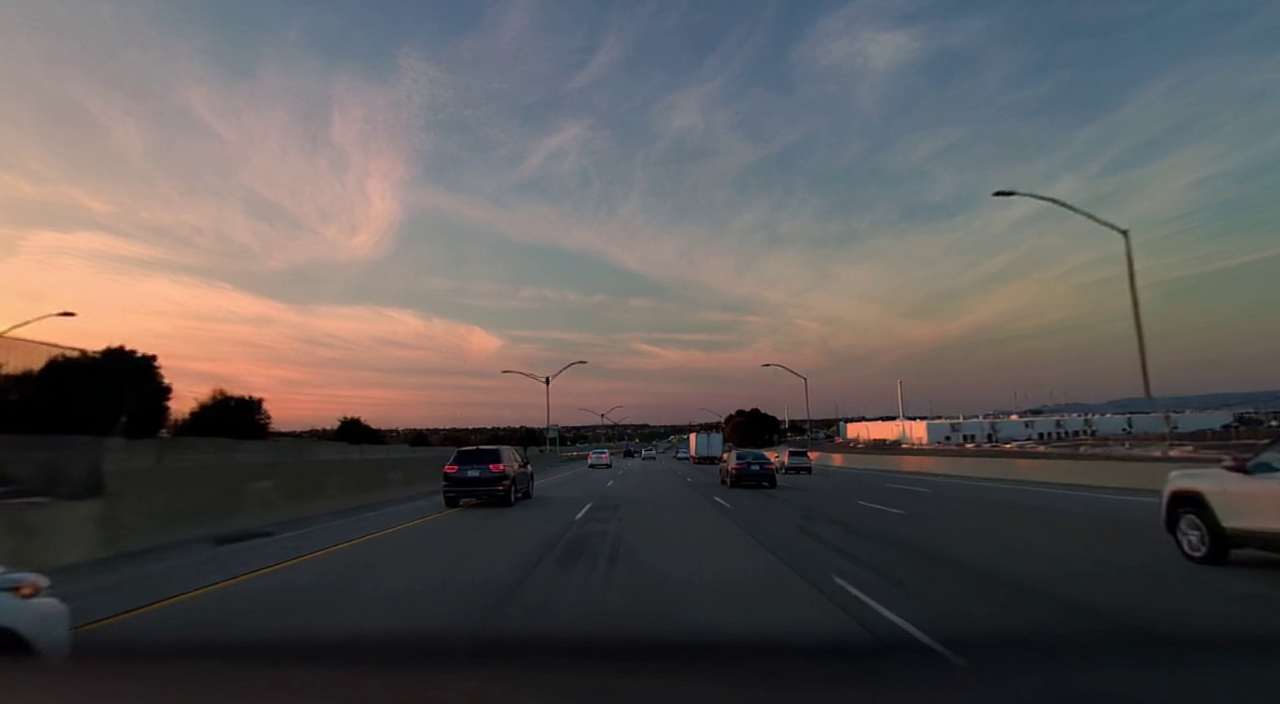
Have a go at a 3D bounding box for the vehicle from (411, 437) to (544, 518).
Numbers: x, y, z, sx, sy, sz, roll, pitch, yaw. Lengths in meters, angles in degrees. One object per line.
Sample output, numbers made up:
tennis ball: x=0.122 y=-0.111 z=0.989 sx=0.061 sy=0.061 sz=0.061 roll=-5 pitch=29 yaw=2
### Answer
vehicle: x=-3.713 y=2.931 z=15.284 sx=2.036 sy=1.669 sz=4.112 roll=-1 pitch=-8 yaw=1

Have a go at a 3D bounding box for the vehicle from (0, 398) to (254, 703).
vehicle: x=-3.780 y=0.881 z=1.942 sx=2.067 sy=1.555 sz=4.851 roll=0 pitch=-8 yaw=1

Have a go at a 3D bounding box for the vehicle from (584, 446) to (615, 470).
vehicle: x=-3.166 y=8.339 z=49.952 sx=2.108 sy=1.748 sz=4.514 roll=-1 pitch=-8 yaw=1

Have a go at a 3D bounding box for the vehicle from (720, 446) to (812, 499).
vehicle: x=3.830 y=3.736 z=19.999 sx=1.942 sy=1.453 sz=4.329 roll=0 pitch=-8 yaw=-1

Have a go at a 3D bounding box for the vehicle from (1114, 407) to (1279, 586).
vehicle: x=7.368 y=1.349 z=5.747 sx=2.145 sy=1.743 sz=5.058 roll=0 pitch=-8 yaw=0
